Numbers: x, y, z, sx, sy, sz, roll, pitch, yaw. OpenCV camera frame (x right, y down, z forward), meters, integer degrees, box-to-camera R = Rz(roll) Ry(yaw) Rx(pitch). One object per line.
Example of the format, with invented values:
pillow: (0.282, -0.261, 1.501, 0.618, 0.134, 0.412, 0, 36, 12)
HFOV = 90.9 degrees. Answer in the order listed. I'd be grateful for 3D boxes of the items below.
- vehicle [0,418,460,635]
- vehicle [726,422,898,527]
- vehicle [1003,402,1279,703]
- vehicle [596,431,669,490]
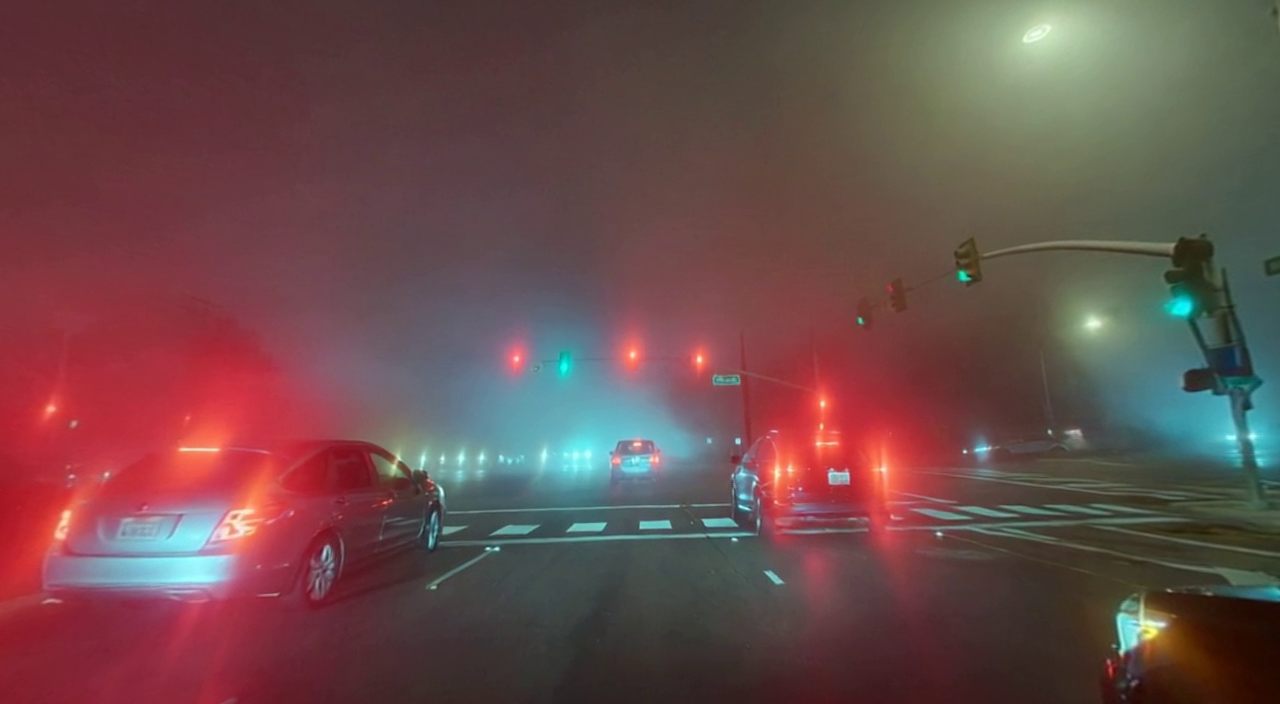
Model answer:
vehicle: (-3.539, 1.540, 6.643, 1.941, 1.492, 4.399, 0, -8, 1)
vehicle: (3.171, 2.361, 12.746, 2.097, 1.707, 4.461, 0, -8, -1)
vehicle: (3.147, 0.814, 1.510, 1.960, 1.460, 4.233, 0, -8, -1)
vehicle: (-0.198, 3.556, 21.019, 2.215, 1.749, 3.976, 0, -8, 1)
